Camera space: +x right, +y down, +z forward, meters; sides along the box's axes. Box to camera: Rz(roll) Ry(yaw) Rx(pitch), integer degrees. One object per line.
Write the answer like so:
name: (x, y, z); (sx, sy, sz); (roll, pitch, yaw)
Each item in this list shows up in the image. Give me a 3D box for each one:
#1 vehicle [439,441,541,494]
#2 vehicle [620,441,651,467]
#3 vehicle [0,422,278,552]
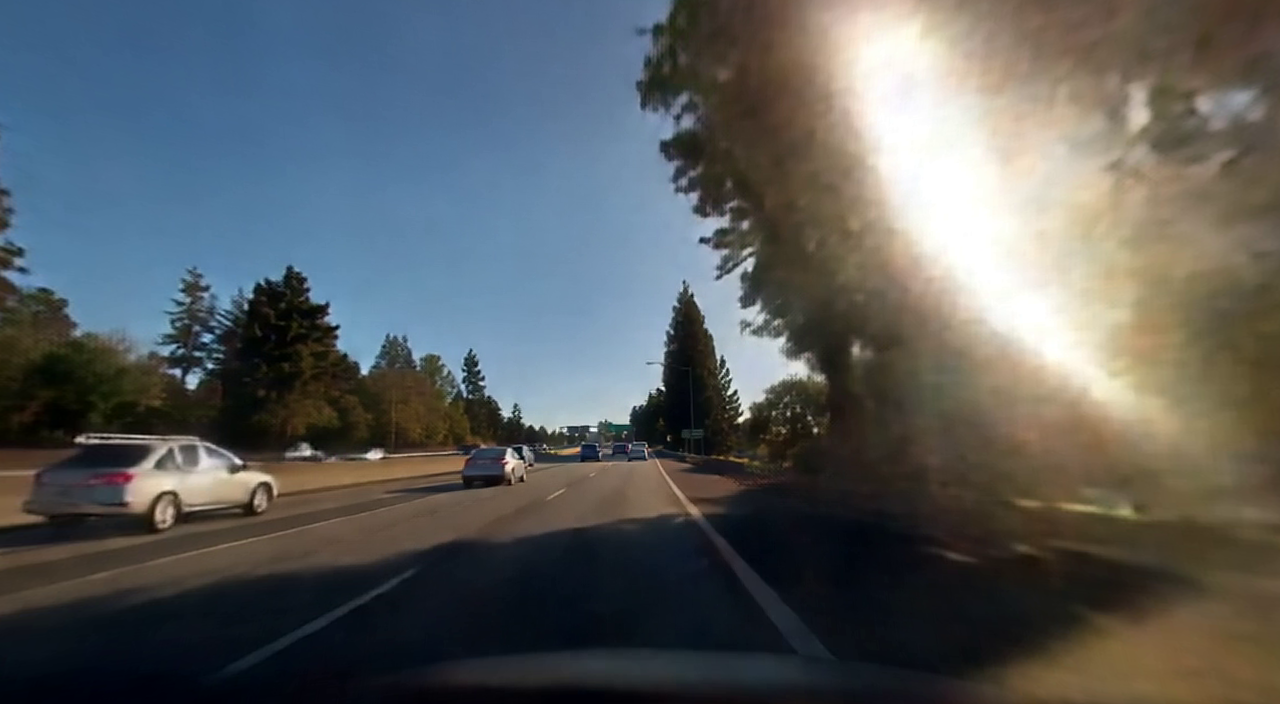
vehicle: (-4.884, 3.837, 21.374); (2.102, 1.562, 4.884); (-1, -9, 2)
vehicle: (-0.316, 7.483, 46.523); (2.179, 1.742, 4.396); (0, -9, 0)
vehicle: (-8.879, 2.238, 11.182); (2.091, 1.795, 4.617); (-1, -9, 2)
